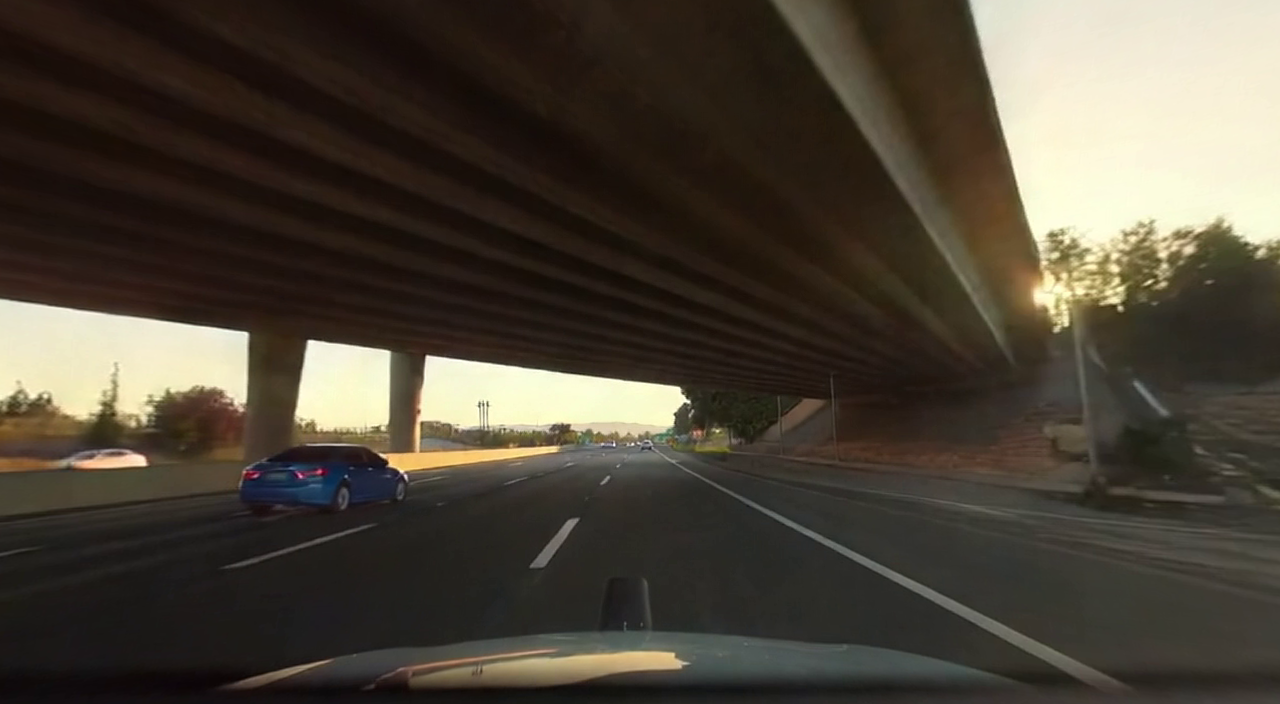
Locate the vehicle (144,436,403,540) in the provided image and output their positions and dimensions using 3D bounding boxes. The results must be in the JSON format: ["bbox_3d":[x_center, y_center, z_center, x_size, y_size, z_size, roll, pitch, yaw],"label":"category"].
[{"bbox_3d":[-6.445,2.397,11.927,2.105,1.551,4.602,0,-8,0],"label":"vehicle"}]

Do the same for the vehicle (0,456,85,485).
[{"bbox_3d":[-35.021,6.809,36.554,1.809,1.471,4.289,0,-8,-1],"label":"vehicle"}]
